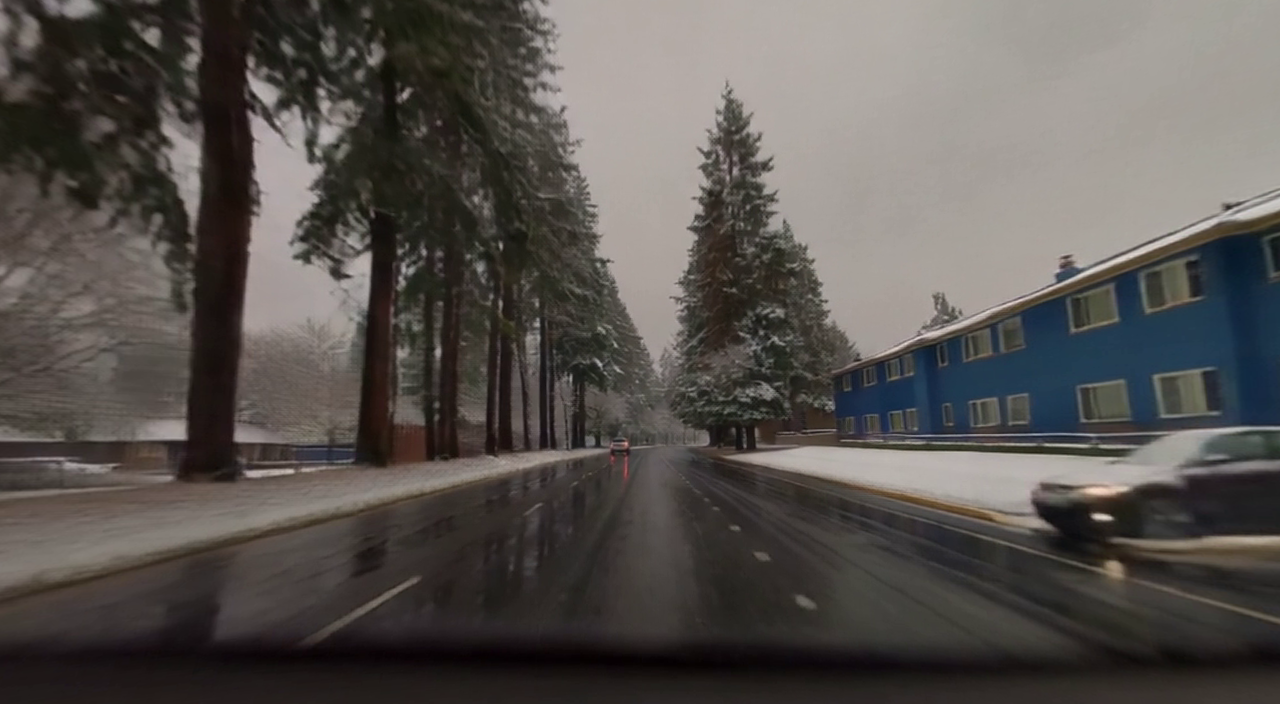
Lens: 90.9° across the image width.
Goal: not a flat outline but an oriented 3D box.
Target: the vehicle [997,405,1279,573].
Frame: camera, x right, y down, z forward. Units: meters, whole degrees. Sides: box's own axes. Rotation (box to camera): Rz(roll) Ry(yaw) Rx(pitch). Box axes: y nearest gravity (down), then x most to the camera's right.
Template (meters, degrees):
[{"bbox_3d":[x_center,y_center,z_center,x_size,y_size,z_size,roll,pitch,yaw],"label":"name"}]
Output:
[{"bbox_3d":[6.617,1.360,6.596,4.575,1.514,1.932,-3,-9,15],"label":"vehicle"}]
